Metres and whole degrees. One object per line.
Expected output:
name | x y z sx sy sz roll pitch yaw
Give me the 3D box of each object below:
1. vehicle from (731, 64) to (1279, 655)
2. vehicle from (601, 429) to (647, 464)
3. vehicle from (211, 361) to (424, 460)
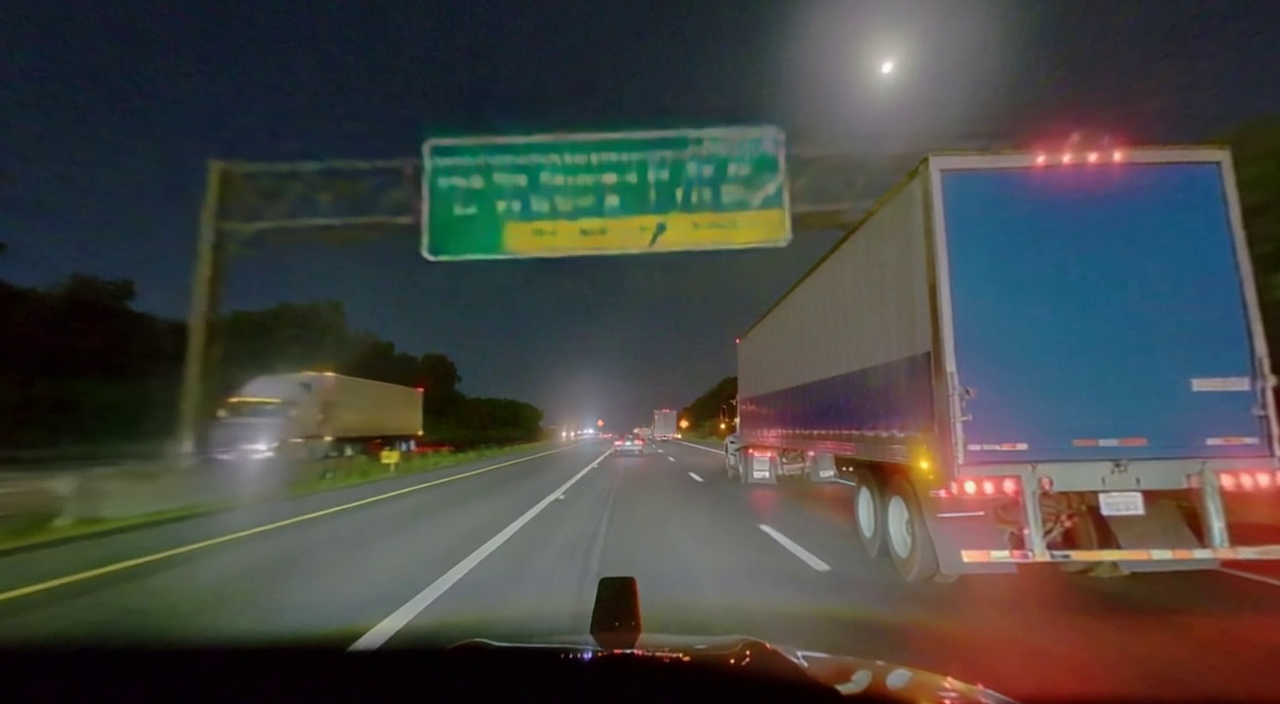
vehicle | 3.765 0.647 9.277 2.919 3.634 10.888 0 -8 -2
vehicle | -0.719 4.239 28.511 1.929 1.469 3.677 0 -8 -1
vehicle | -15.811 3.461 33.771 2.966 3.989 16.891 0 -8 -1
